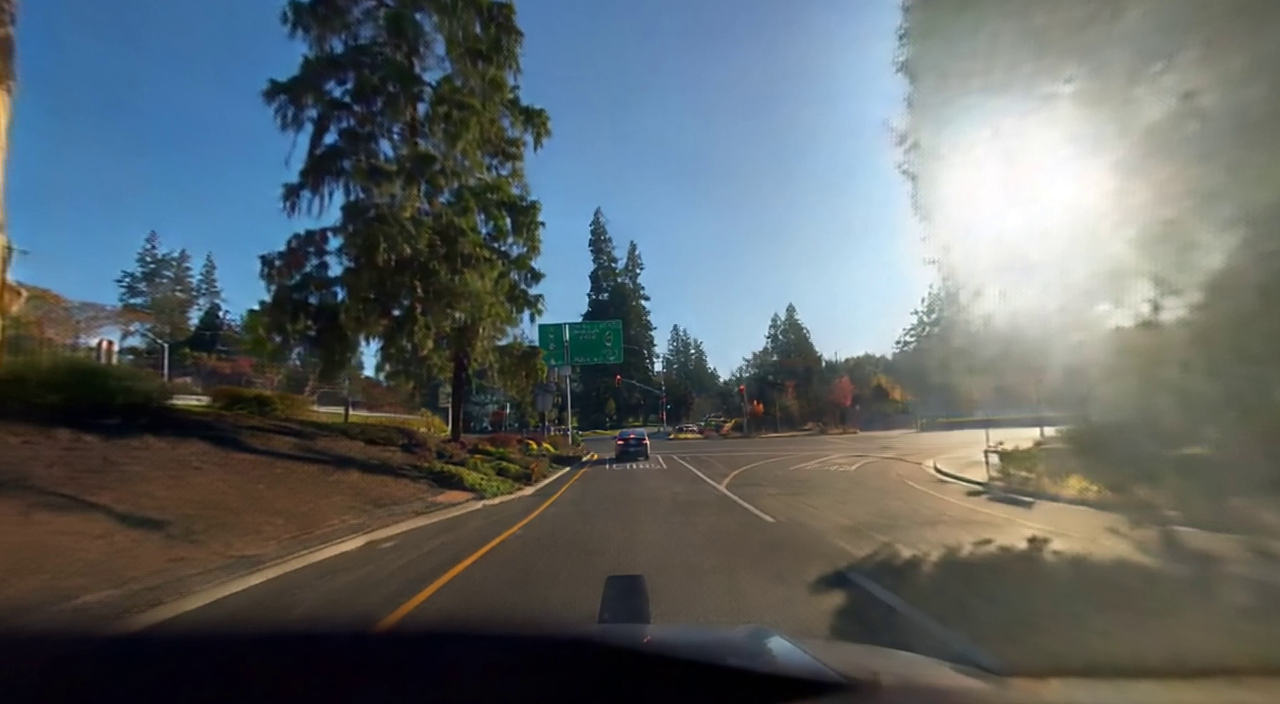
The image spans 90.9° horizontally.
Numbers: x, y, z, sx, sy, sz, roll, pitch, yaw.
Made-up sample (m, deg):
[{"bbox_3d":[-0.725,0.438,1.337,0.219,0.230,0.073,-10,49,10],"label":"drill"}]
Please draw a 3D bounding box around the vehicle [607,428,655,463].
[{"bbox_3d":[-0.424,4.353,29.352,2.056,1.473,4.380,0,-8,-1],"label":"vehicle"}]
